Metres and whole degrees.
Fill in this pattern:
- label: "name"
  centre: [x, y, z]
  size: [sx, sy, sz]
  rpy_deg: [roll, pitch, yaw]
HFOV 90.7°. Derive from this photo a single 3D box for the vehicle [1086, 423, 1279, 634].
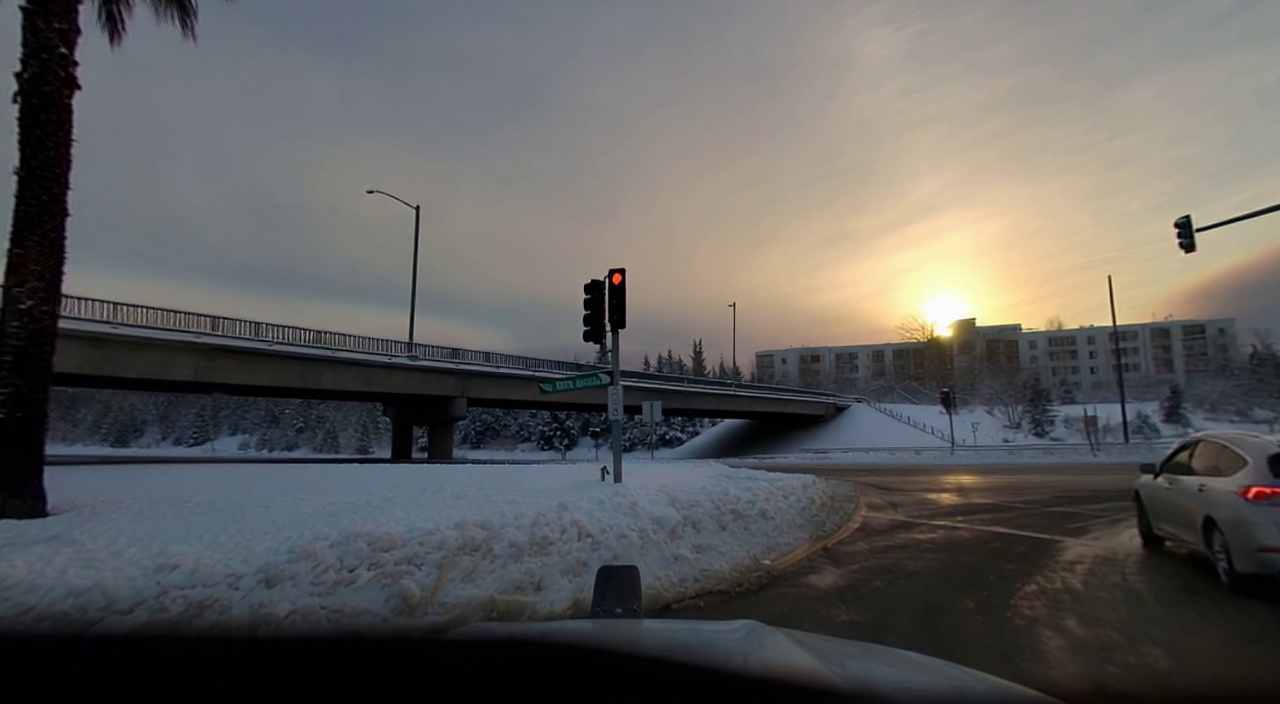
- label: "vehicle"
  centre: [6.158, 1.519, 6.352]
  size: [1.959, 1.485, 4.628]
  rpy_deg: [-4, -9, 26]
